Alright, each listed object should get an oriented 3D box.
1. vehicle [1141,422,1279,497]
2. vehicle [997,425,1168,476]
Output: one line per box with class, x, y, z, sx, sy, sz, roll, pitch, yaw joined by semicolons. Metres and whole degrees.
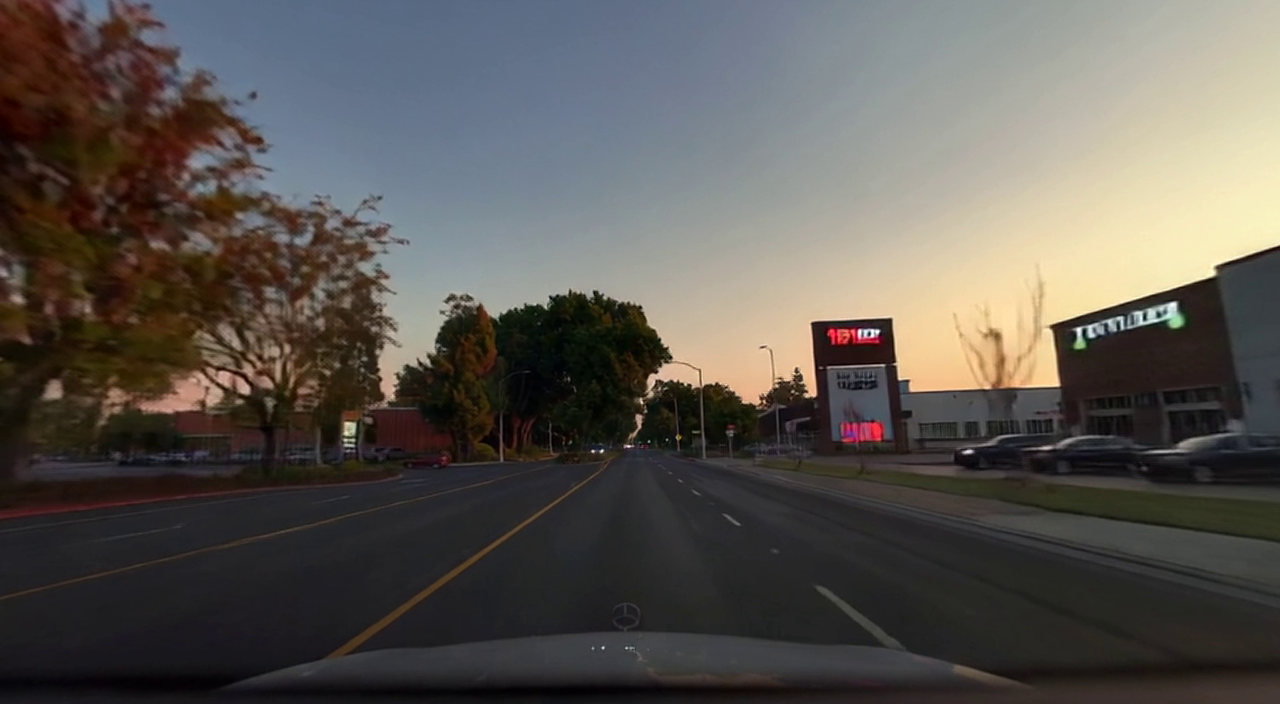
vehicle;16.104;2.674;16.250;4.648;1.637;2.029;-3;-8;-3
vehicle;16.052;3.596;23.143;4.656;1.748;2.059;0;-8;1
